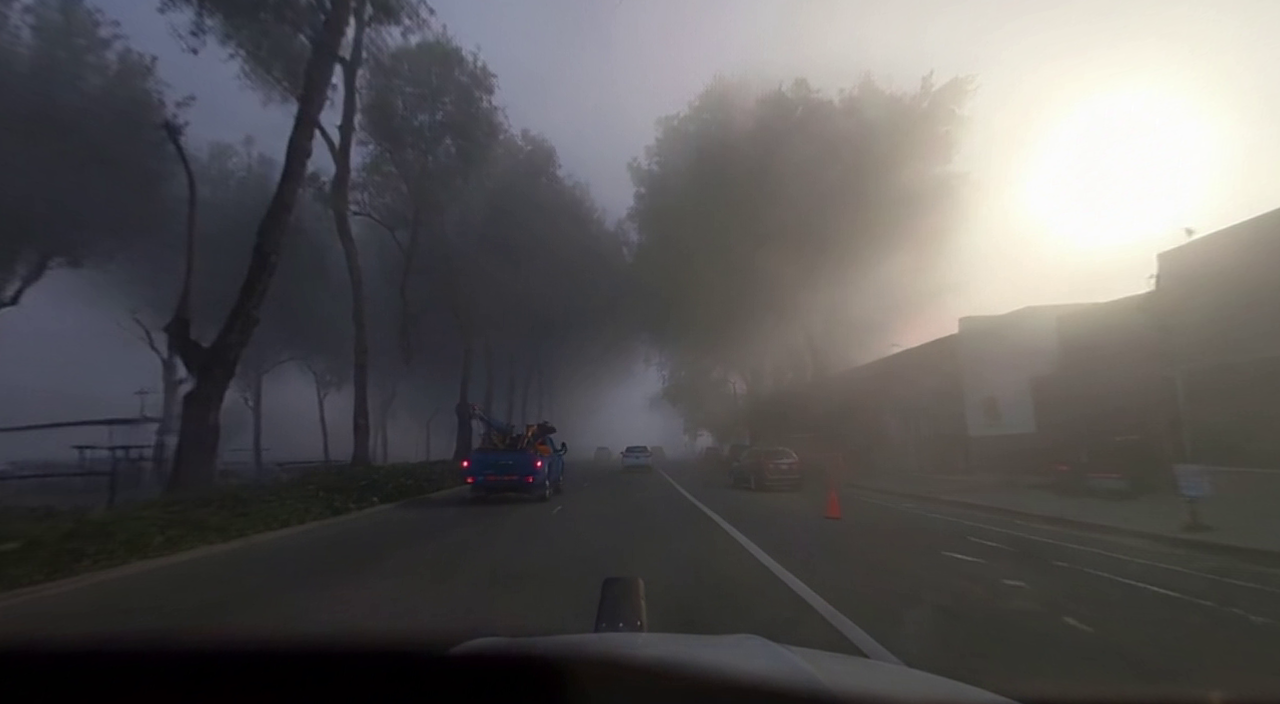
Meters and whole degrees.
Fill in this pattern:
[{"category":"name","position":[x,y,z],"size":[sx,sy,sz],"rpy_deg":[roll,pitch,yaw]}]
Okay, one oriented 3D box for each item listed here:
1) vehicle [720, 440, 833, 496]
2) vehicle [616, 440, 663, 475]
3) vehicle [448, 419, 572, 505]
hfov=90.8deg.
[{"category":"vehicle","position":[4.298,3.726,20.782],"size":[2.082,1.601,4.451],"rpy_deg":[1,-9,-10]},{"category":"vehicle","position":[-0.070,5.748,34.680],"size":[2.413,1.748,4.406],"rpy_deg":[0,-8,-1]},{"category":"vehicle","position":[-3.454,3.093,18.244],"size":[2.424,2.063,5.678],"rpy_deg":[0,-9,-1]}]
